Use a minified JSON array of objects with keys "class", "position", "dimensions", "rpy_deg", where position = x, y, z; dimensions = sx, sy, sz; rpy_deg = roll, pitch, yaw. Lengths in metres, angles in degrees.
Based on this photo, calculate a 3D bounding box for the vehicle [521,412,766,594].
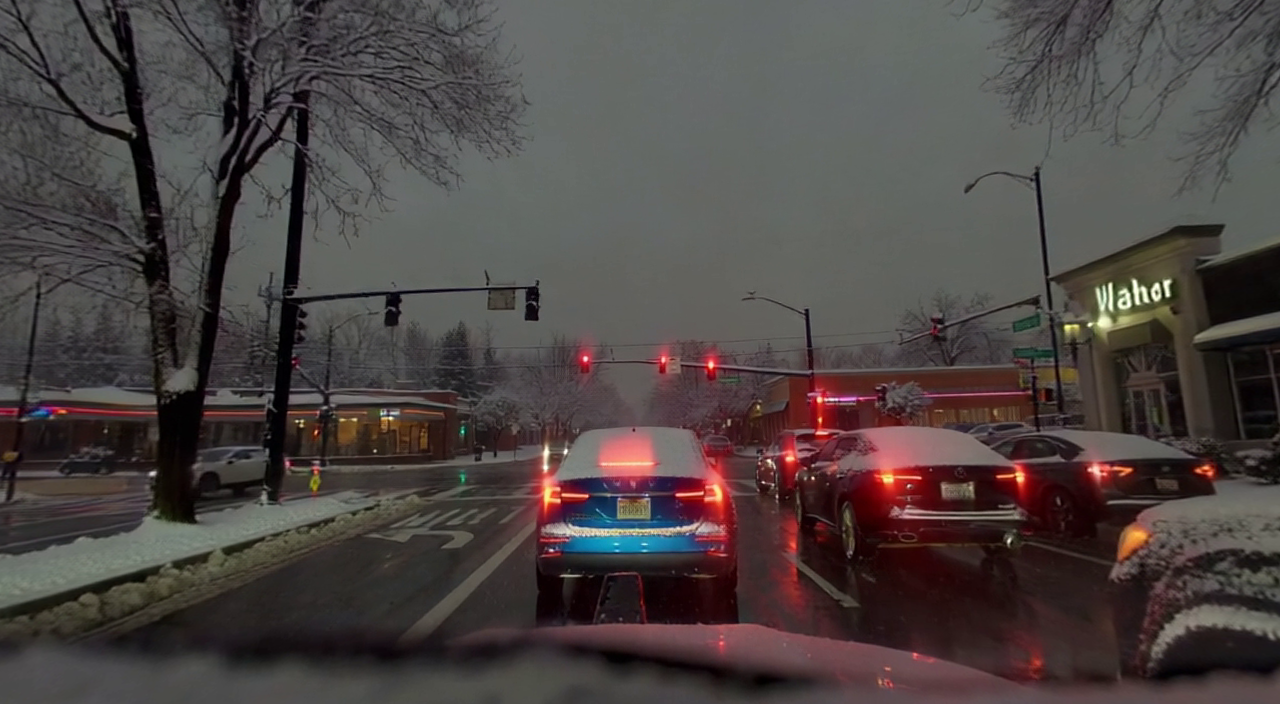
[{"class":"vehicle","position":[0.006,1.617,7.514],"dimensions":[2.154,1.577,3.723],"rpy_deg":[0,-9,-1]}]

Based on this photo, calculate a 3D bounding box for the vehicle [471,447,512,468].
[{"class":"vehicle","position":[-11.273,7.999,48.248],"dimensions":[2.099,1.478,4.411],"rpy_deg":[0,-9,0]}]

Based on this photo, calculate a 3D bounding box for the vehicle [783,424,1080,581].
[{"class":"vehicle","position":[3.321,1.780,8.293],"dimensions":[1.865,1.496,4.170],"rpy_deg":[0,-9,0]}]

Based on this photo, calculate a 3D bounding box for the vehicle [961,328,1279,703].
[{"class":"vehicle","position":[2.984,0.708,1.568],"dimensions":[2.075,1.661,4.401],"rpy_deg":[0,-9,1]}]

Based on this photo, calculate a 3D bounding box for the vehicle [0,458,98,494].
[{"class":"vehicle","position":[-27.235,5.493,28.062],"dimensions":[4.285,1.427,1.883],"rpy_deg":[3,-9,-23]}]

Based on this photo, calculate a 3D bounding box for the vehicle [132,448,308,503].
[{"class":"vehicle","position":[-13.927,4.046,21.218],"dimensions":[2.269,1.604,4.265],"rpy_deg":[-6,-10,31]}]

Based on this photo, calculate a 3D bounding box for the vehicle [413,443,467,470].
[{"class":"vehicle","position":[-15.076,7.889,48.044],"dimensions":[2.395,1.903,4.860],"rpy_deg":[-1,-9,2]}]
